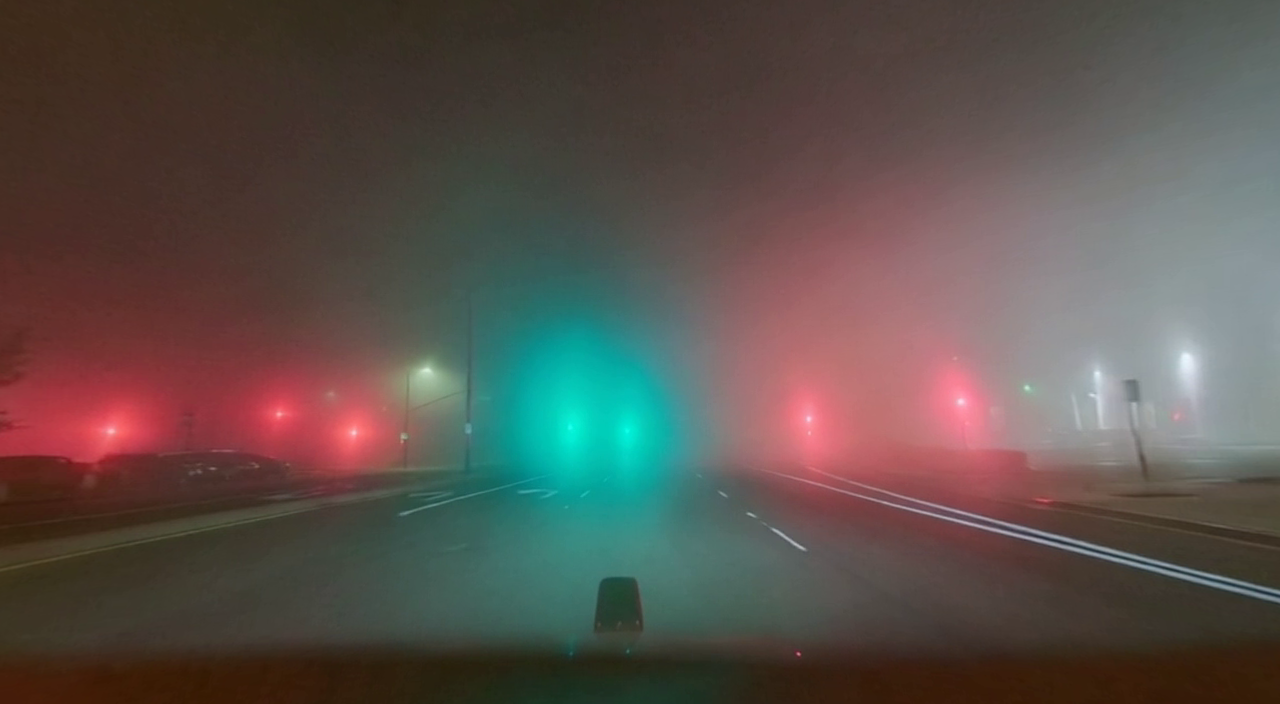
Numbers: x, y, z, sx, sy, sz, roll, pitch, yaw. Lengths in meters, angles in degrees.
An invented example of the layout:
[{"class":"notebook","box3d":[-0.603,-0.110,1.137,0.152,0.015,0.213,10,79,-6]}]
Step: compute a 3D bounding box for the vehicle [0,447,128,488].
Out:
[{"class":"vehicle","box3d":[-28.698,5.629,30.967,5.248,1.758,2.122,-1,-8,-3]}]
